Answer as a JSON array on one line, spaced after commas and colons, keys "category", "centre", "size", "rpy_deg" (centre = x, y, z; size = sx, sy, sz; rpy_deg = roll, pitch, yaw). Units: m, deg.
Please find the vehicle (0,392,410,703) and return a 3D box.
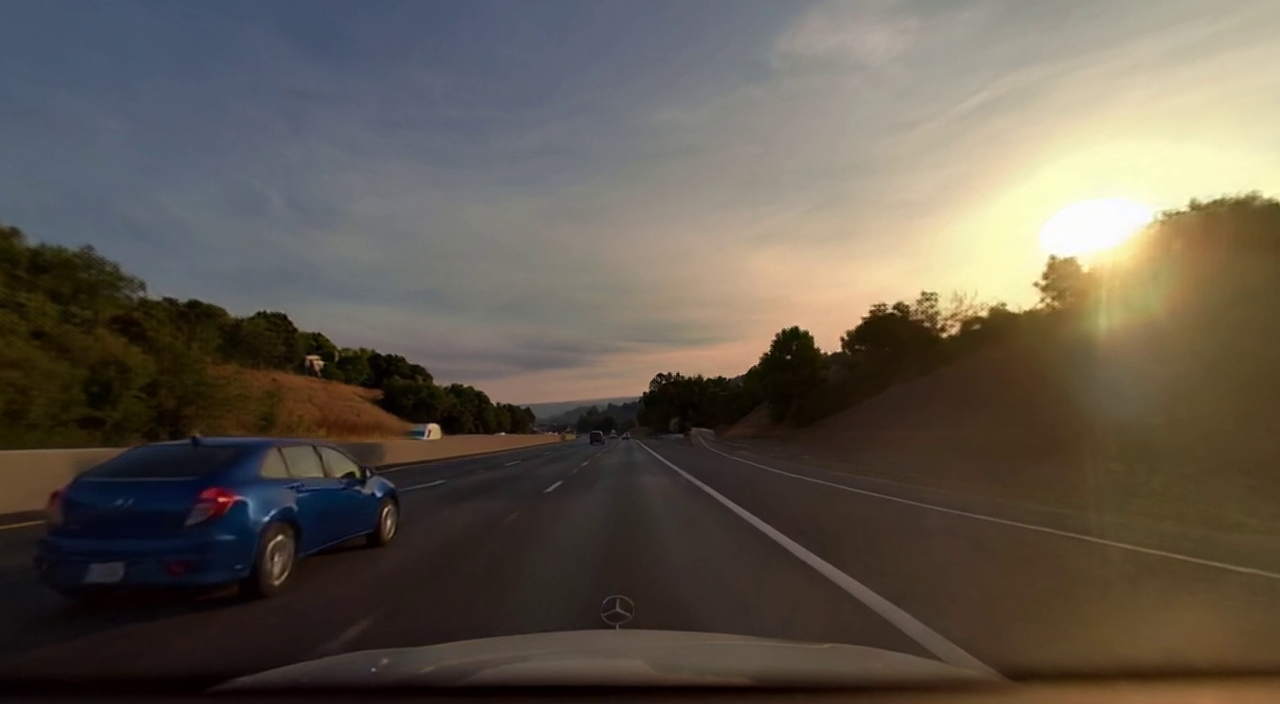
[{"category": "vehicle", "centre": [-3.712, 1.240, 5.178], "size": [2.026, 1.517, 4.325], "rpy_deg": [0, -8, -1]}]
